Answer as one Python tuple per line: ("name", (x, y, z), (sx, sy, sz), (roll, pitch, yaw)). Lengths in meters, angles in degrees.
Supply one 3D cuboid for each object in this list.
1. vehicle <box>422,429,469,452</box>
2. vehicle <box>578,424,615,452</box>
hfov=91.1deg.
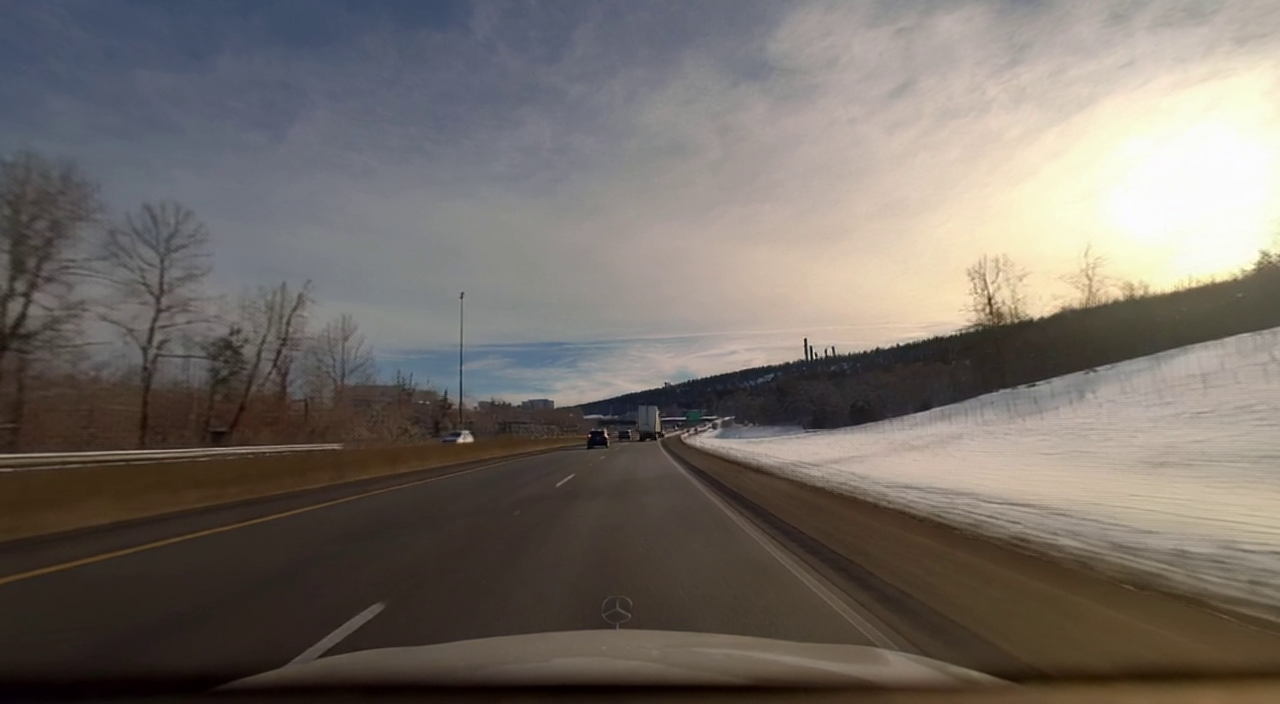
("vehicle", (-13.654, 6.235, 44.446), (1.904, 1.578, 4.194), (0, -7, 1))
("vehicle", (-2.724, 5.485, 40.193), (2.018, 1.678, 4.312), (0, -8, 1))
